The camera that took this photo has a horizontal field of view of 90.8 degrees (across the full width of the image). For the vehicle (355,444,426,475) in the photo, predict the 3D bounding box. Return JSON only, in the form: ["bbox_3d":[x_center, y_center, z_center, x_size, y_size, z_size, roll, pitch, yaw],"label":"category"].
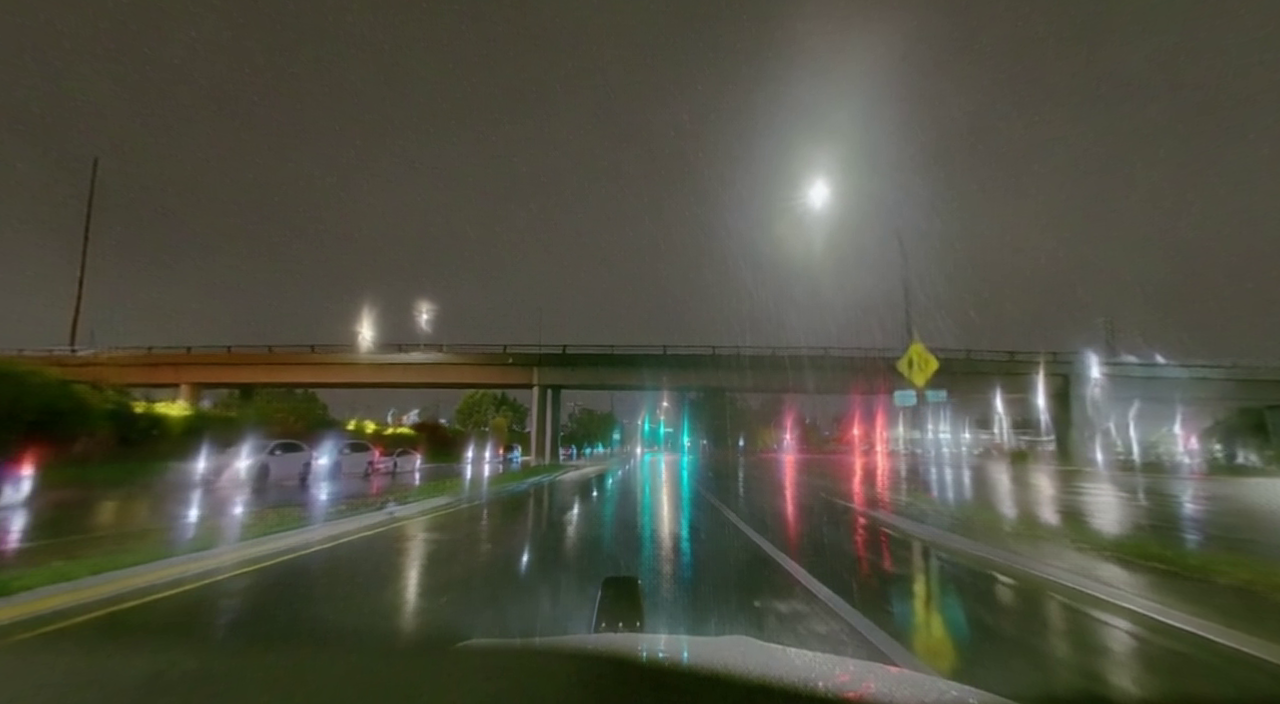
[{"bbox_3d":[-13.134,5.736,33.603,1.847,1.498,4.368,1,-10,2],"label":"vehicle"}]

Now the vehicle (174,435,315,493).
[{"bbox_3d":[-13.209,3.755,21.488,1.903,1.703,4.346,2,-9,1],"label":"vehicle"}]

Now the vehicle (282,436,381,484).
[{"bbox_3d":[-13.287,4.644,27.529,1.886,1.801,4.337,2,-8,3],"label":"vehicle"}]
